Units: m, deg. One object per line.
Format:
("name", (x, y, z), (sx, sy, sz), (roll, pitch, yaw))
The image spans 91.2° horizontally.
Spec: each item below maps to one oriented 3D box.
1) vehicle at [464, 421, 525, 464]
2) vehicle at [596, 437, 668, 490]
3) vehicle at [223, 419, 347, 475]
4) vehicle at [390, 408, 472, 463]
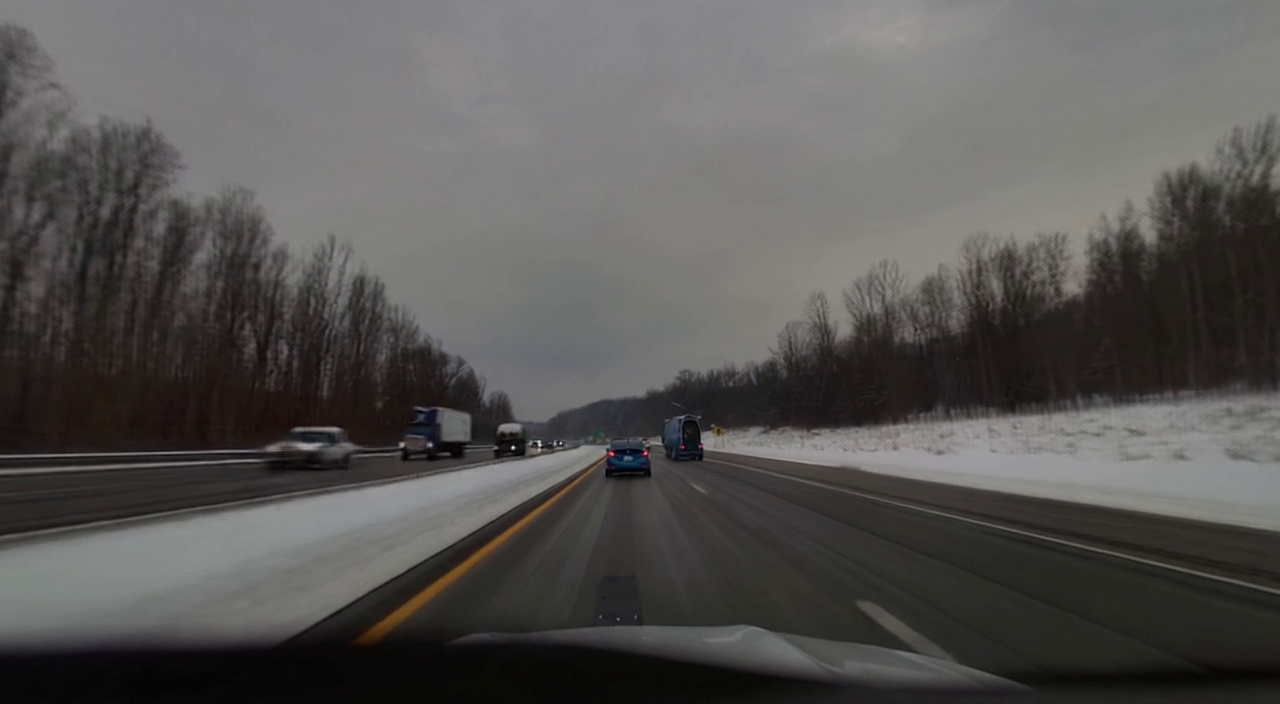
("vehicle", (-9.462, 5.994, 41.430), (2.433, 2.536, 7.064), (0, -9, -1))
("vehicle", (-0.271, 3.544, 20.203), (2.099, 1.506, 4.097), (0, -9, -1))
("vehicle", (-13.383, 3.654, 24.057), (2.059, 1.899, 4.680), (0, -9, -1))
("vehicle", (-14.289, 5.877, 43.615), (2.962, 3.482, 8.134), (0, -9, -1))
